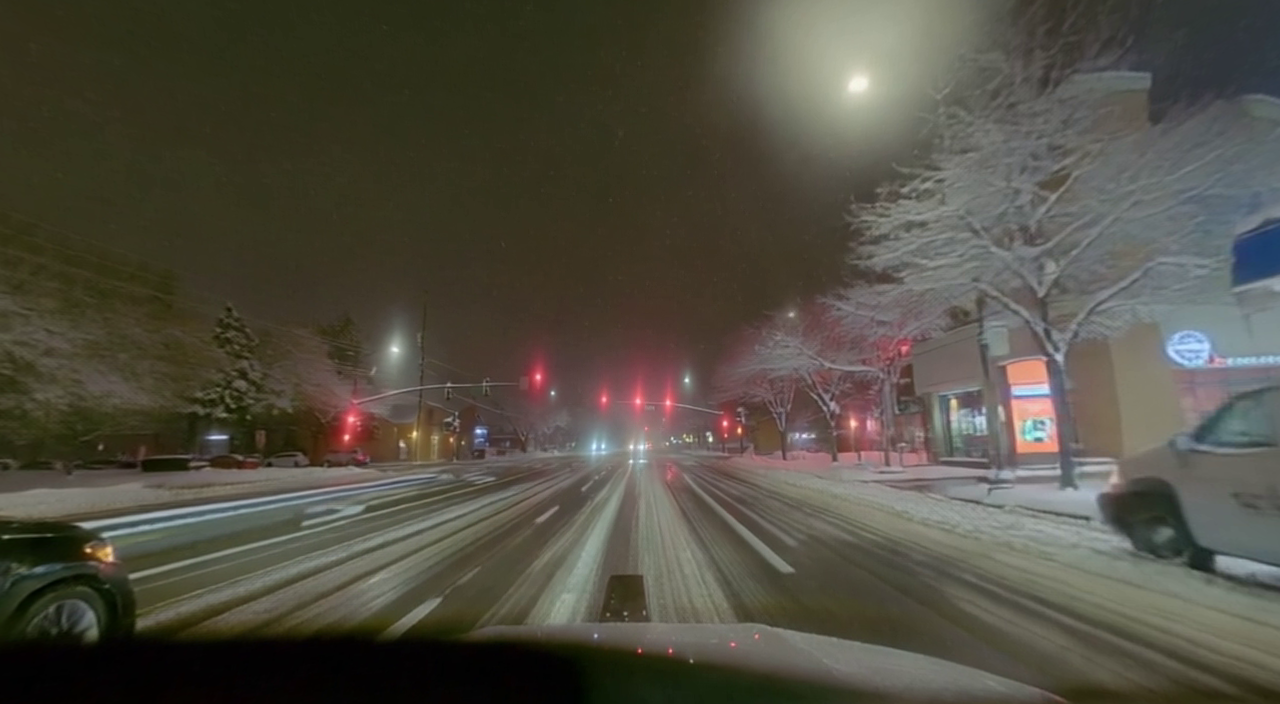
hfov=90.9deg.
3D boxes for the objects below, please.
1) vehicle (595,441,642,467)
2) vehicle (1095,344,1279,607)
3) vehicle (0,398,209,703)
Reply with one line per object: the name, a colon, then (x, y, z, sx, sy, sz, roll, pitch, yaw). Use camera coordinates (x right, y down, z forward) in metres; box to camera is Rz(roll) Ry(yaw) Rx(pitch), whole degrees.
vehicle: (-1.203, 6.181, 38.339, 2.082, 1.460, 4.442, -1, -9, 8)
vehicle: (7.105, 0.936, 4.531, 2.764, 2.327, 6.492, 0, -8, 0)
vehicle: (-3.462, 0.758, 1.309, 2.018, 1.470, 4.346, 0, -8, 0)
